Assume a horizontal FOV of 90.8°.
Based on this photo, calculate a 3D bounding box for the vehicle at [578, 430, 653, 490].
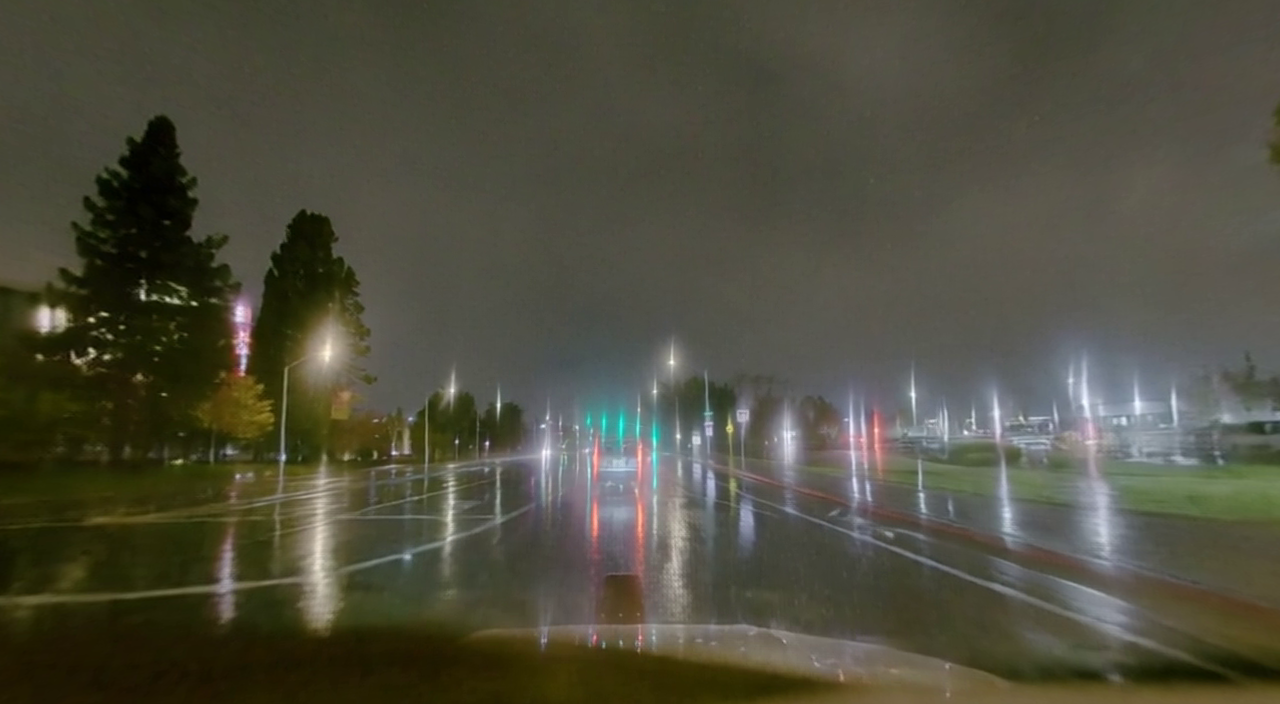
[{"bbox_3d":[-0.723,3.408,20.246,2.130,1.711,4.038,0,-9,0],"label":"vehicle"}]
